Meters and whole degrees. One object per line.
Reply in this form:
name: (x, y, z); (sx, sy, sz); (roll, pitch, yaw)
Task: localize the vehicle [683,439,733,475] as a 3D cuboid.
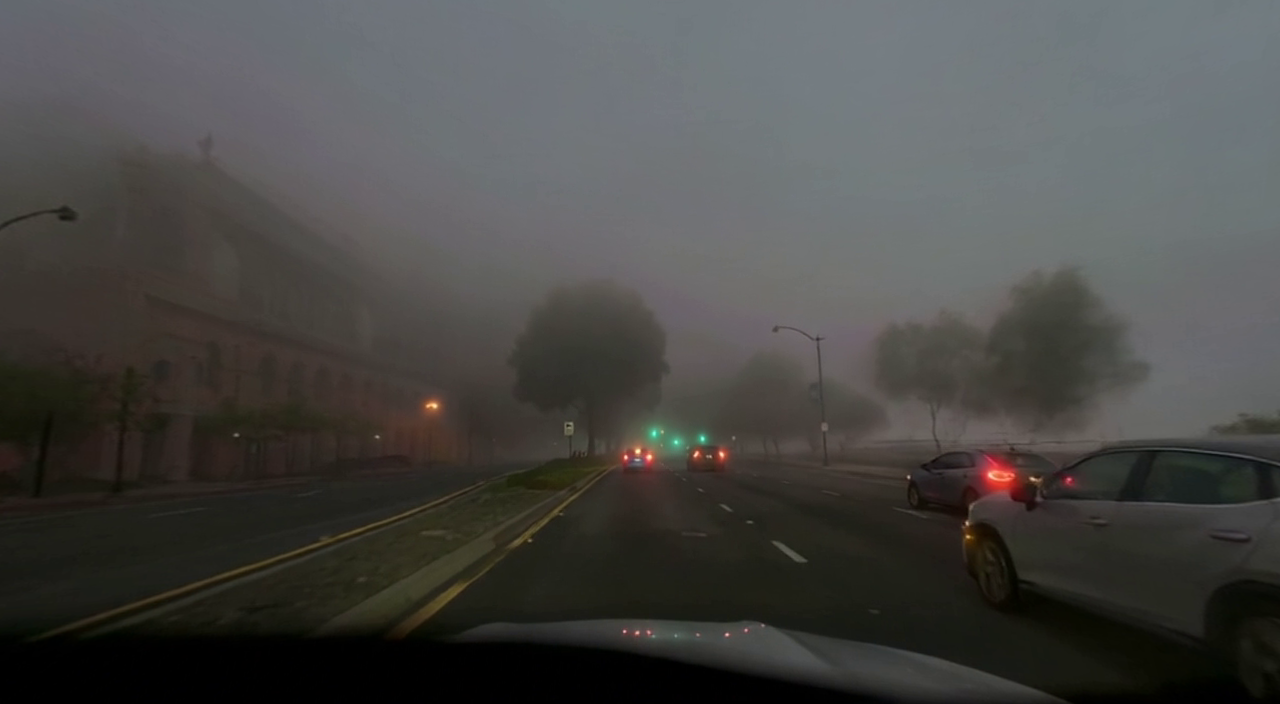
vehicle: (3.494, 5.491, 33.315); (2.036, 1.757, 4.300); (0, -9, -1)

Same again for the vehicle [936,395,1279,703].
vehicle: (3.699, 1.122, 3.791); (1.937, 1.538, 3.832); (0, -9, 0)

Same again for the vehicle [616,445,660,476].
vehicle: (-0.098, 5.392, 31.604); (2.054, 1.446, 3.969); (0, -9, -1)
